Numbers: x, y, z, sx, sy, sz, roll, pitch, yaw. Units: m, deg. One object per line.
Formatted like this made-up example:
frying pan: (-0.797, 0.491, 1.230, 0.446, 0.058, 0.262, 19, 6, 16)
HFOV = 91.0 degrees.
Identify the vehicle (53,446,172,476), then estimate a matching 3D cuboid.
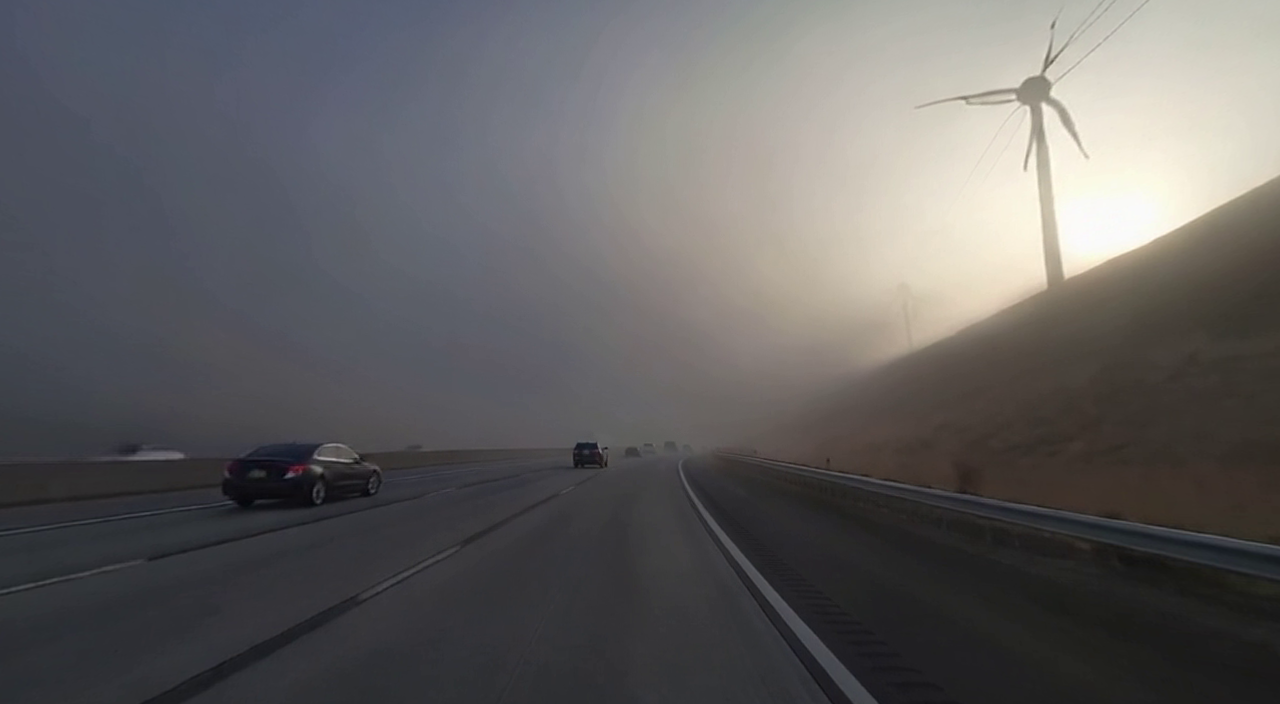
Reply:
vehicle: (-28.053, 5.771, 33.745, 2.050, 1.470, 4.909, 0, -9, 1)

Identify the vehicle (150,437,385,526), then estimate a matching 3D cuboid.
vehicle: (-7.523, 2.629, 13.477, 2.015, 1.537, 4.728, 0, -9, 2)

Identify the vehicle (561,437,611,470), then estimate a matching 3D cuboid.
vehicle: (-2.929, 5.632, 35.061, 2.118, 1.702, 4.355, -1, -9, 4)
